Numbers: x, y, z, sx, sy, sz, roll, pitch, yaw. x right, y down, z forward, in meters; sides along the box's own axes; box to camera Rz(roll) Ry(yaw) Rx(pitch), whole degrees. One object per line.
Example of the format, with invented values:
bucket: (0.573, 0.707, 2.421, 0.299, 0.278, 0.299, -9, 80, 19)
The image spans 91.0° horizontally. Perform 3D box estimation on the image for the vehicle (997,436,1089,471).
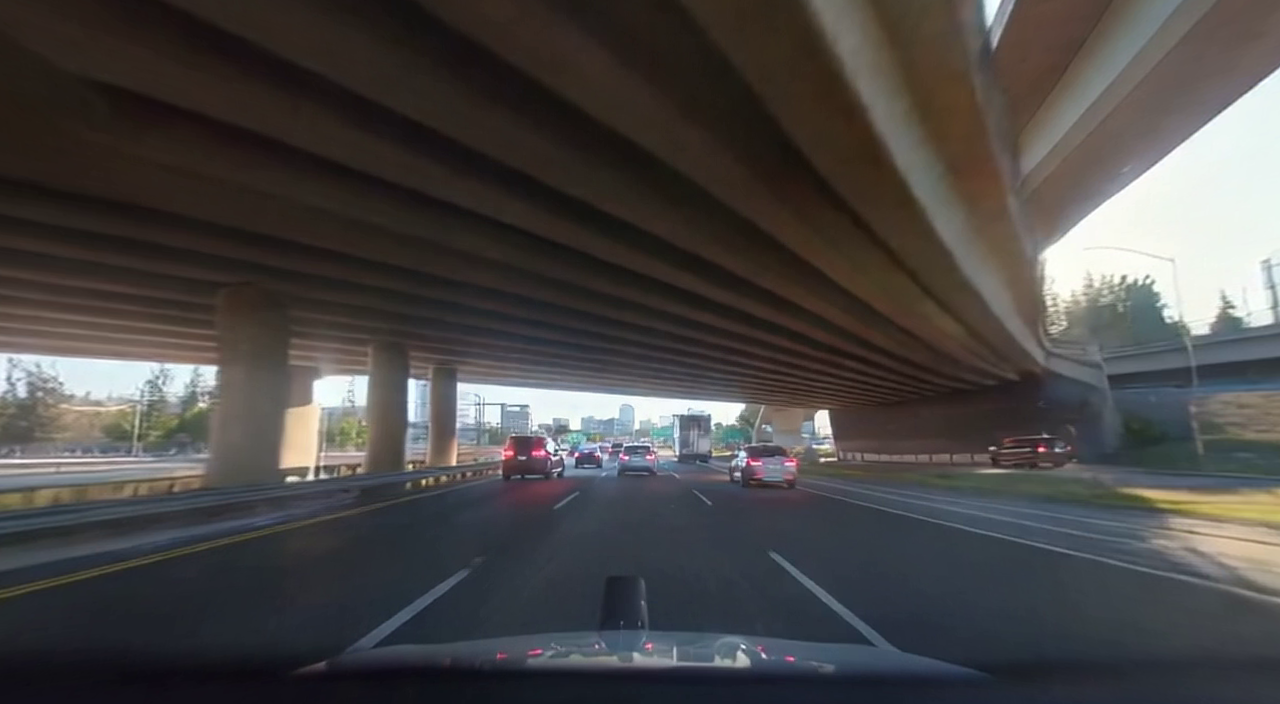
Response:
vehicle: (25.433, 6.431, 40.095, 2.376, 1.988, 6.109, -1, -9, 6)

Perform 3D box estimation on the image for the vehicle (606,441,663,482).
vehicle: (-0.183, 4.340, 25.190, 2.089, 1.493, 3.964, 0, -9, 0)

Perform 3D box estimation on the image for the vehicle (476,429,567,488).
vehicle: (-3.995, 3.694, 22.094, 2.142, 1.819, 4.648, 0, -9, 2)

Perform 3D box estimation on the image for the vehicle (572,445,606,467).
vehicle: (-3.473, 7.202, 43.713, 1.868, 1.431, 4.055, 0, -9, 2)

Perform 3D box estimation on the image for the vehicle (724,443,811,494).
vehicle: (4.068, 3.763, 20.789, 1.974, 1.490, 3.994, 0, -9, -1)
